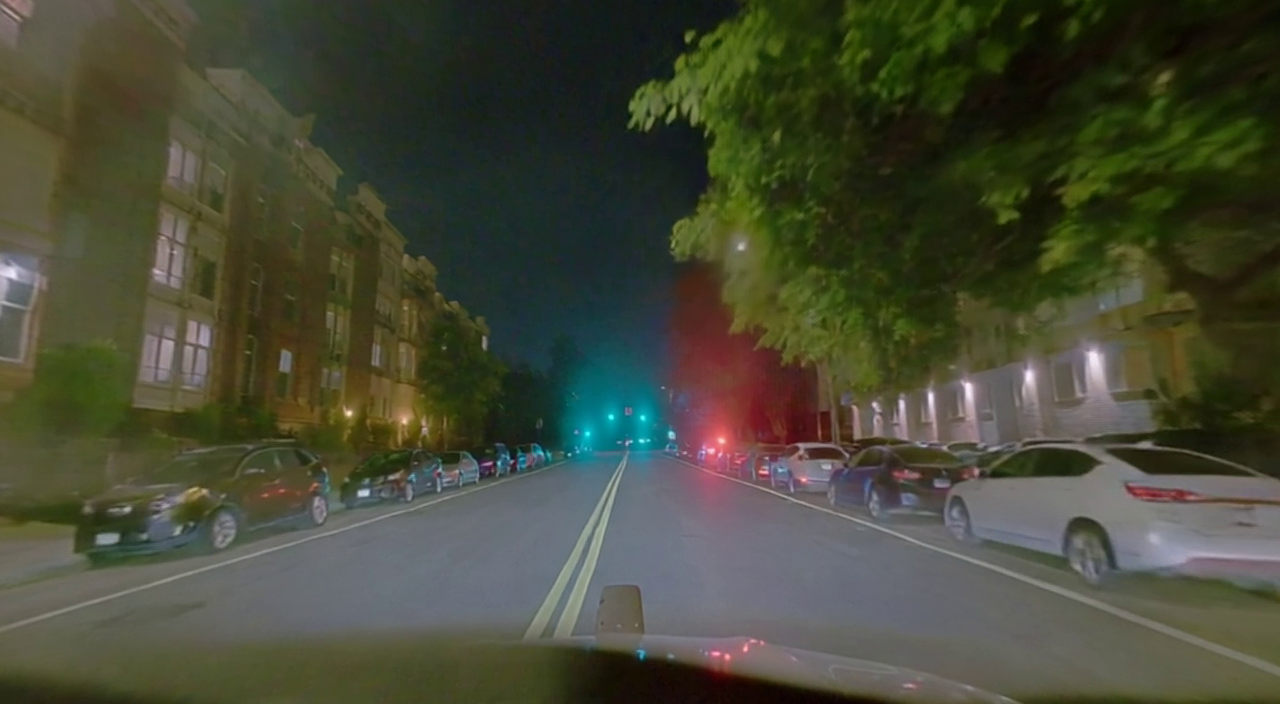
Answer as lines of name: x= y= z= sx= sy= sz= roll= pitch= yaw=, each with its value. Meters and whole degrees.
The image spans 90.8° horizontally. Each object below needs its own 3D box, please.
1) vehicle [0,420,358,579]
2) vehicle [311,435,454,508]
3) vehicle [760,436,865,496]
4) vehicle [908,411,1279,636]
vehicle: x=-6.668 y=2.127 z=10.013 sx=2.033 sy=1.759 sz=5.372 roll=-1 pitch=-9 yaw=-1
vehicle: x=-6.693 y=3.144 z=17.116 sx=1.947 sy=1.665 sz=4.716 roll=0 pitch=-9 yaw=-1
vehicle: x=4.671 y=3.129 z=17.743 sx=1.729 sy=1.479 sz=4.101 roll=0 pitch=-8 yaw=-1
vehicle: x=4.789 y=1.492 z=6.600 sx=1.861 sy=1.490 sz=4.619 roll=0 pitch=-8 yaw=-1
